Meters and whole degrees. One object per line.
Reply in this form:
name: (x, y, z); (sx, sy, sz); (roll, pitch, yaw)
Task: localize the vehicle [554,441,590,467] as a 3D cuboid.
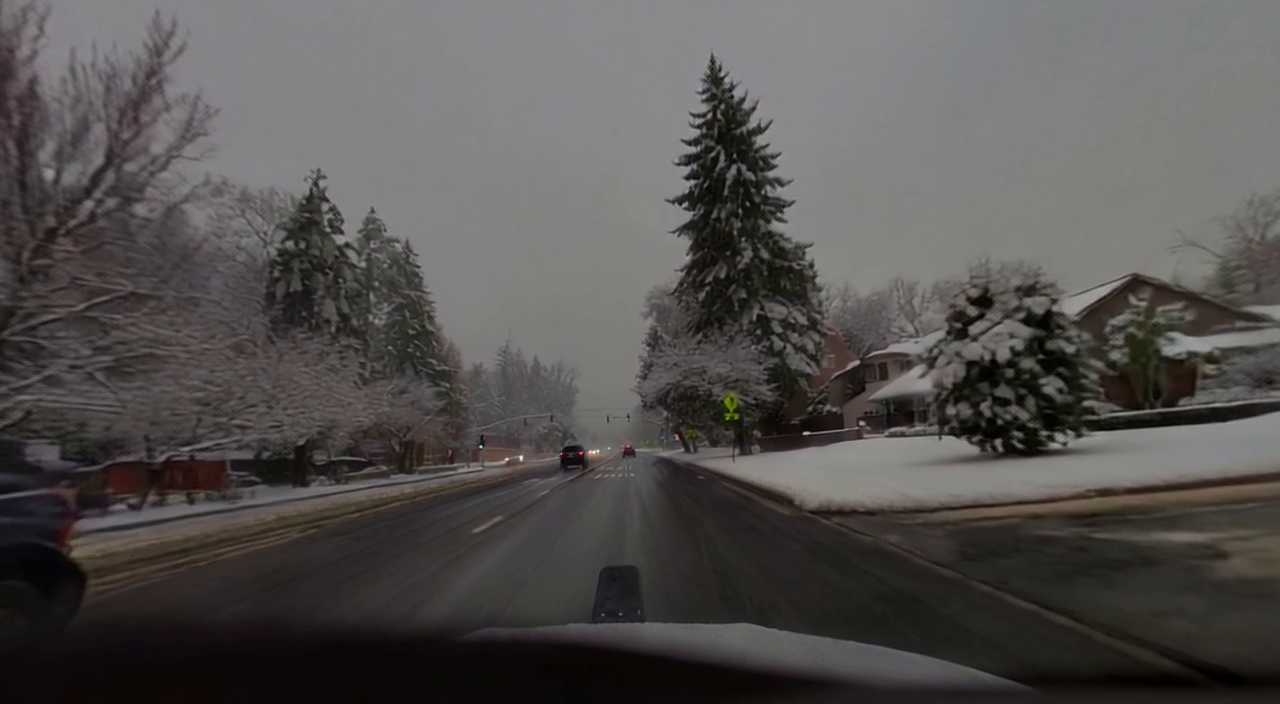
vehicle: (-4.833, 7.269, 45.244); (2.065, 1.714, 4.272); (0, -8, 0)
